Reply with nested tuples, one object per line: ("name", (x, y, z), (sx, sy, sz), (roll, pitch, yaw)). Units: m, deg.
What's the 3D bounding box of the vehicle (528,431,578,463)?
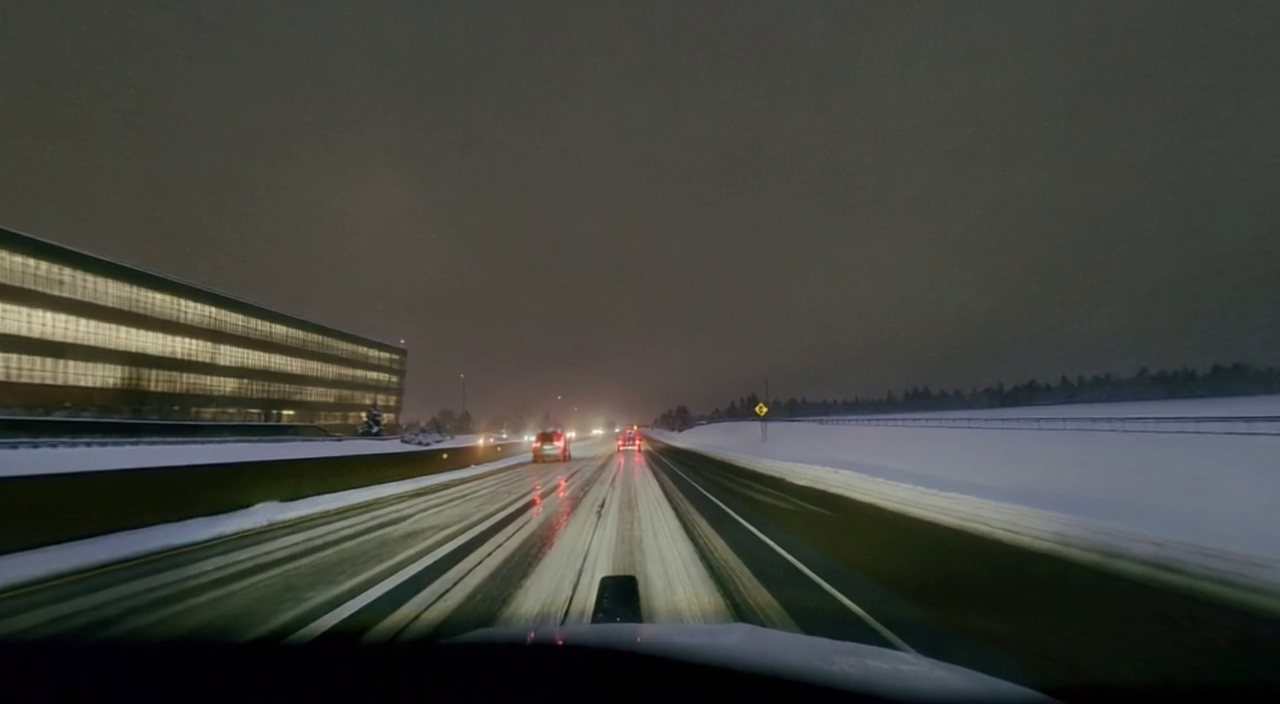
("vehicle", (-4.635, 5.110, 34.142), (2.036, 1.612, 4.510), (0, -8, 0))
